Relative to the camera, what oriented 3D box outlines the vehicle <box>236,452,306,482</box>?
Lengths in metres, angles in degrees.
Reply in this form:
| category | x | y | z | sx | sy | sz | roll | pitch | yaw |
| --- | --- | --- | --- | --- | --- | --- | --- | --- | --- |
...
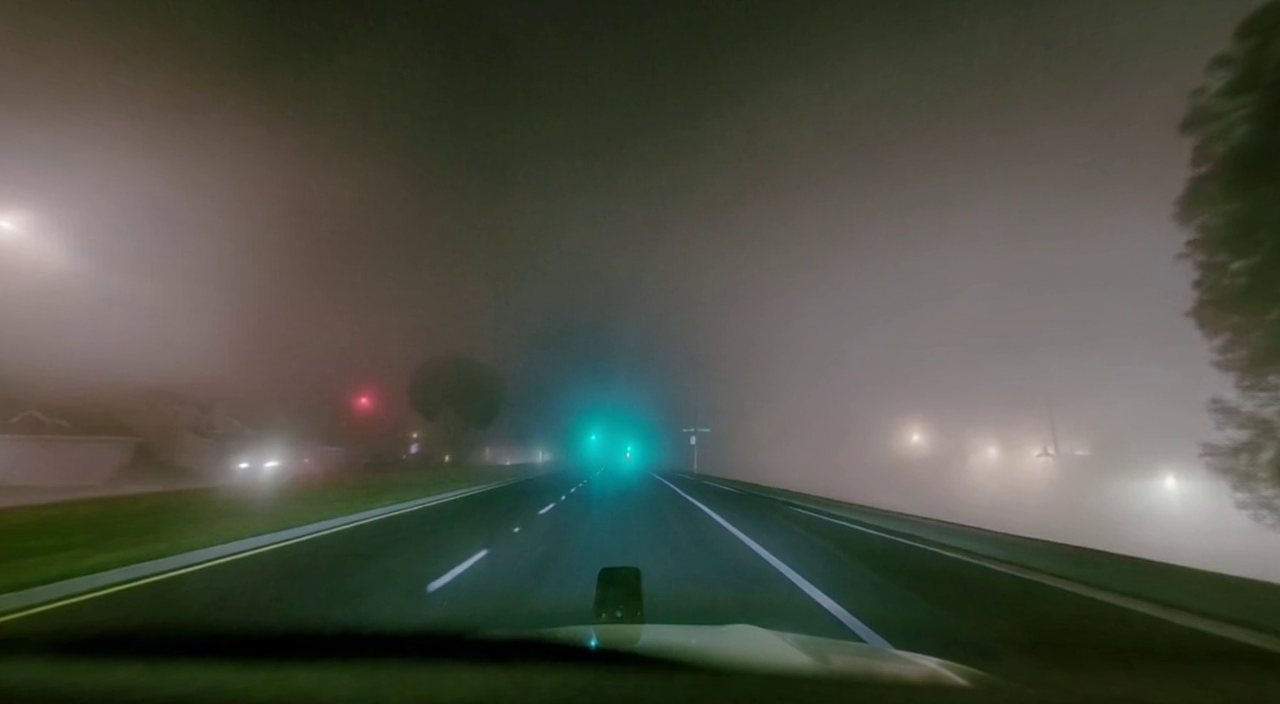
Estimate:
| category | x | y | z | sx | sy | sz | roll | pitch | yaw |
| --- | --- | --- | --- | --- | --- | --- | --- | --- | --- |
| vehicle | -22.674 | 7.079 | 39.058 | 1.891 | 1.718 | 4.251 | 0 | -9 | -3 |
